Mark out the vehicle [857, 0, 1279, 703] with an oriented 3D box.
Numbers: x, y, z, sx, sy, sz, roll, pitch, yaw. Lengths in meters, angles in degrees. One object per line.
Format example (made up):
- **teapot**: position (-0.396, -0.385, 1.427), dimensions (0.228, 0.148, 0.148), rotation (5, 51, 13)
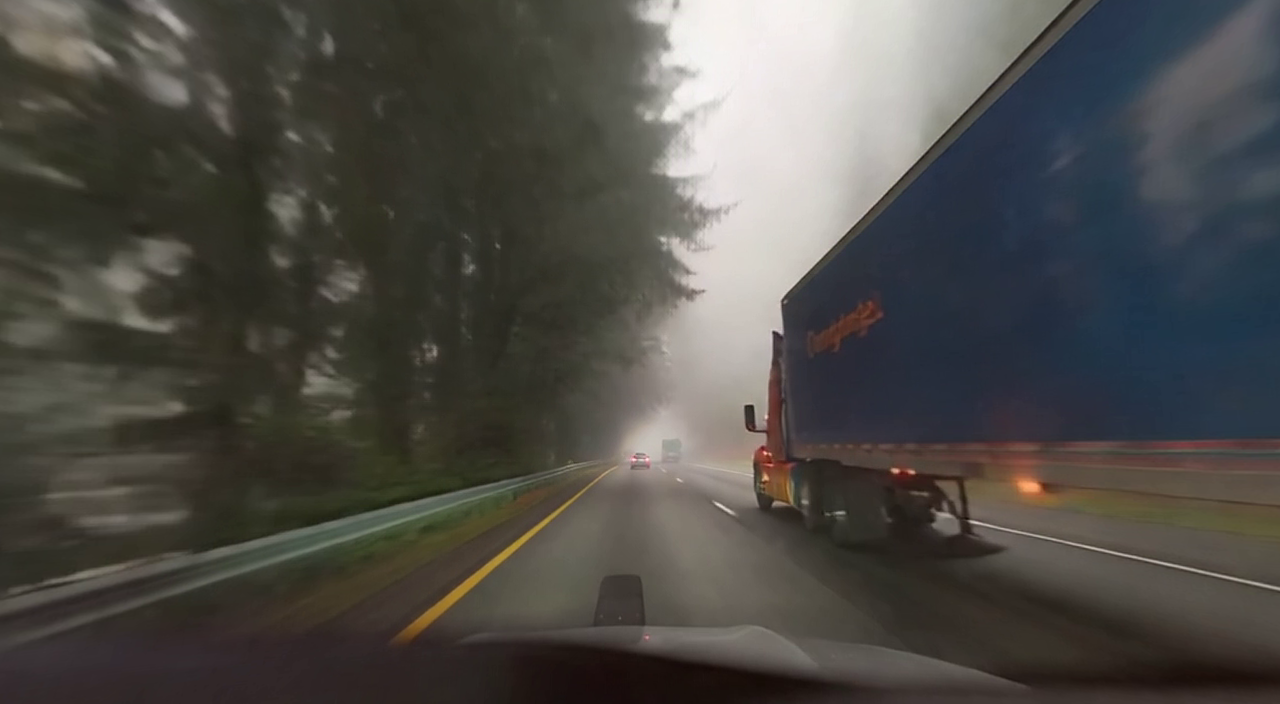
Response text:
- **vehicle**: position (3.970, -0.613, 0.567), dimensions (3.440, 4.090, 11.380), rotation (-1, -10, 0)
